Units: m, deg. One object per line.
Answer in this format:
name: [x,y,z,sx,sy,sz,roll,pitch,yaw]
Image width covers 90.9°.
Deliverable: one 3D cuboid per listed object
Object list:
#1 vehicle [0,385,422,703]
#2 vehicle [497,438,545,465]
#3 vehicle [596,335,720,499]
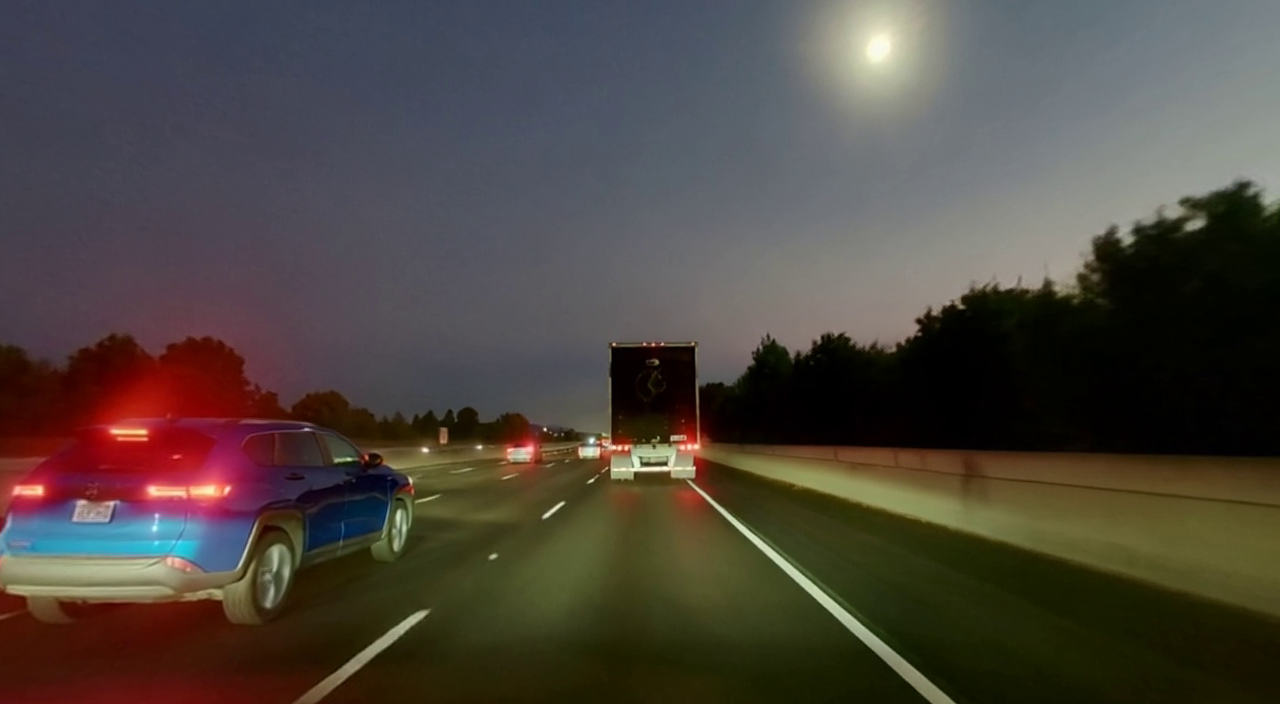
vehicle: [-3.723,1.326,5.454,2.077,1.671,4.249,-1,-8,1]
vehicle: [-6.835,5.782,36.718,1.882,1.451,4.416,-1,-8,1]
vehicle: [0.420,2.263,20.168,2.870,3.841,10.653,-1,-8,0]
